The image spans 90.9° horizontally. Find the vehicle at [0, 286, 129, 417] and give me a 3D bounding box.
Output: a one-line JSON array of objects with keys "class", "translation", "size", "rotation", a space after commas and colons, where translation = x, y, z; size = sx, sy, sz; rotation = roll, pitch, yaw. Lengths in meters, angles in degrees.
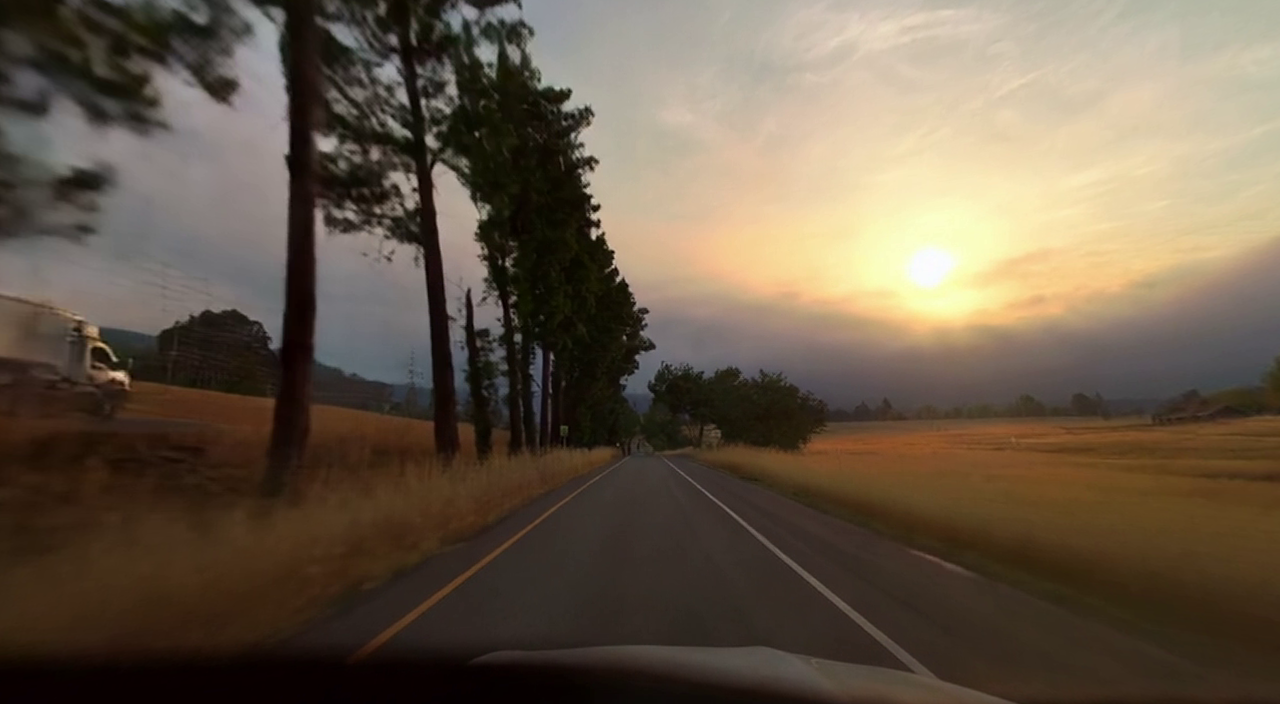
[{"class": "vehicle", "translation": [-24.054, -0.730, 18.613], "size": [3.314, 4.163, 16.558], "rotation": [-1, -10, 3]}]

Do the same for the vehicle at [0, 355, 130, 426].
[{"class": "vehicle", "translation": [-19.725, 1.295, 20.018], "size": [2.339, 1.956, 5.312], "rotation": [-1, -8, 4]}]
